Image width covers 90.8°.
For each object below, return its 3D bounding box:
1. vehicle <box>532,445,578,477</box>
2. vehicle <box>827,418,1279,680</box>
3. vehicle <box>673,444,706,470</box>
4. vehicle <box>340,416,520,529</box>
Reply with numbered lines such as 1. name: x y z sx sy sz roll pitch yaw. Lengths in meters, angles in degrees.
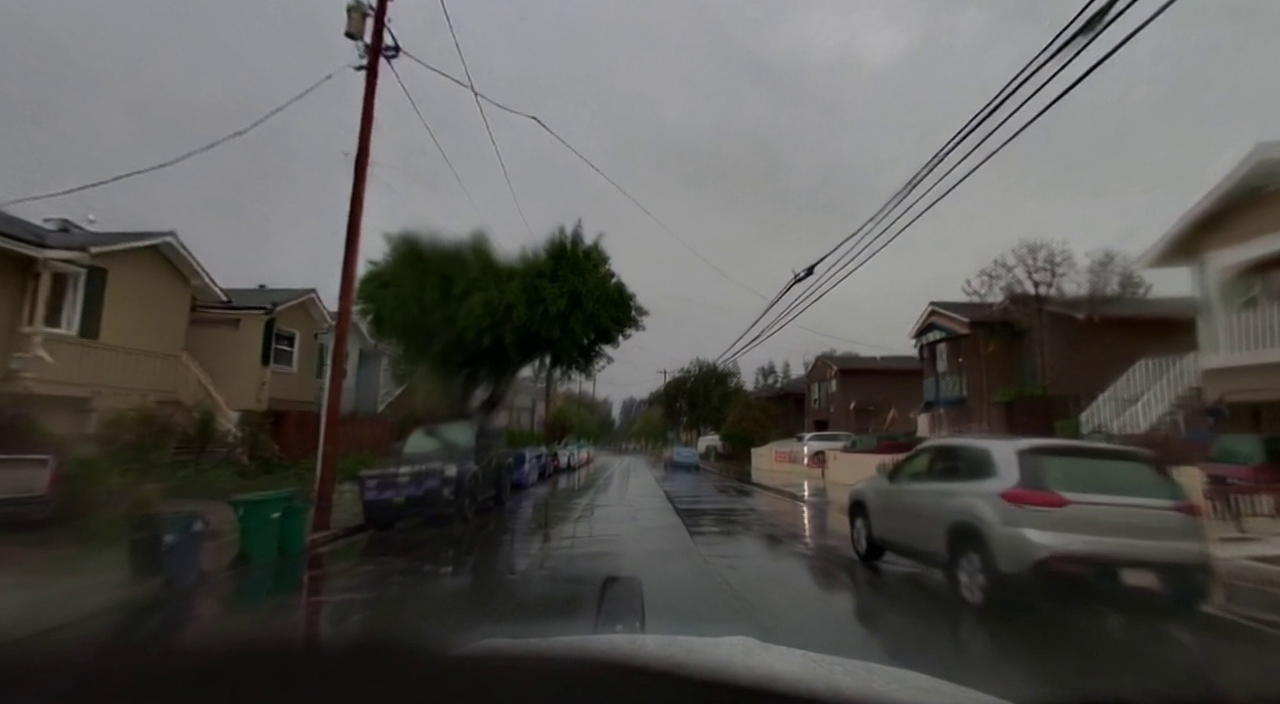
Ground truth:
1. vehicle: -4.233 5.490 32.058 1.745 1.490 4.304 0 -9 0
2. vehicle: 3.535 1.505 6.044 2.019 1.536 4.405 0 -9 -2
3. vehicle: 3.235 6.960 42.115 1.916 1.587 3.986 0 -9 0
4. vehicle: -4.024 2.410 13.234 2.057 1.887 5.053 0 -9 -1
